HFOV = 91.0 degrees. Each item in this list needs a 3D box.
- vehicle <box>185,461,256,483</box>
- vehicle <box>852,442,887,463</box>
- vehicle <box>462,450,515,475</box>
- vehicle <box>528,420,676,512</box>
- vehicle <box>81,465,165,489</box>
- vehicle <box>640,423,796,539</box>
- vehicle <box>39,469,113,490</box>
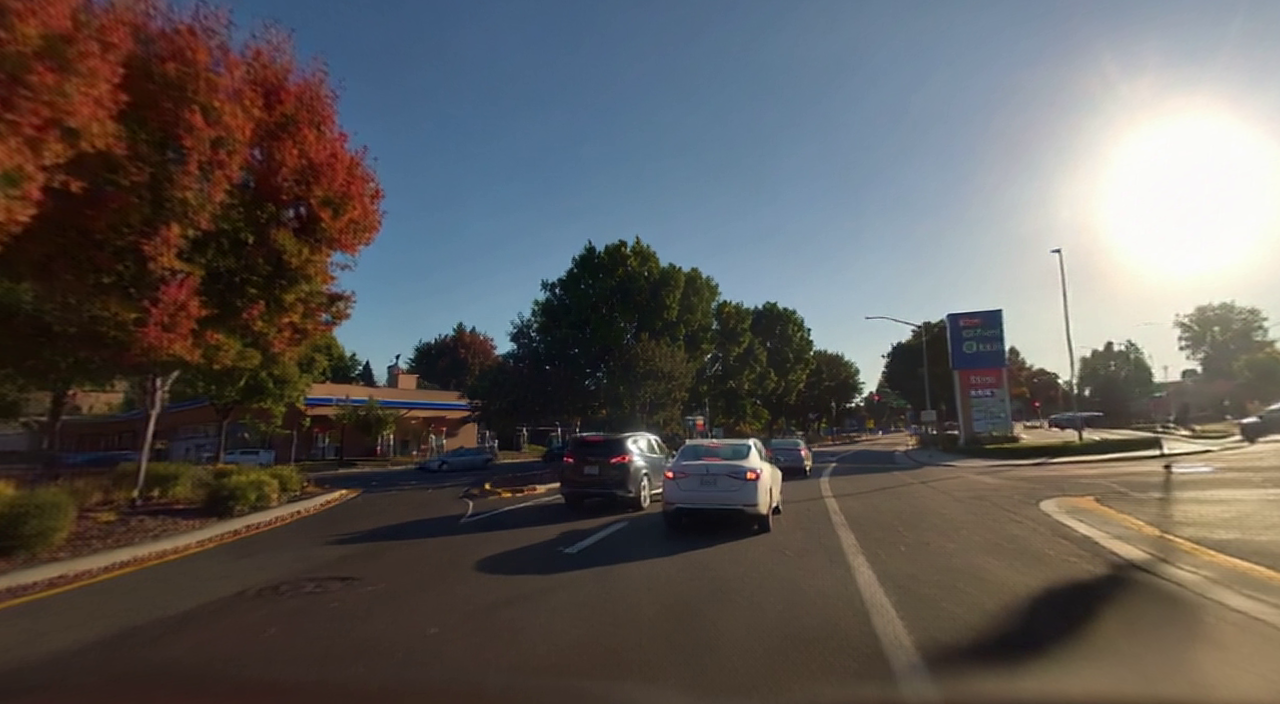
[{"bbox_3d":[-31.807,9.057,47.697,4.507,1.533,1.999,-3,-9,19],"label":"vehicle"},{"bbox_3d":[17.326,7.590,47.595,1.916,1.462,4.487,-2,-9,13],"label":"vehicle"},{"bbox_3d":[-11.124,8.146,46.509,1.926,1.693,4.445,-2,-9,14],"label":"vehicle"},{"bbox_3d":[-0.656,2.602,14.813,2.102,1.774,4.662,-2,-9,15],"label":"vehicle"},{"bbox_3d":[-34.260,8.258,41.738,4.384,1.490,2.031,-2,-9,15],"label":"vehicle"},{"bbox_3d":[1.532,2.098,10.894,2.060,1.580,3.980,-2,-9,16],"label":"vehicle"},{"bbox_3d":[-41.771,9.427,46.686,1.603,1.398,3.616,-6,-10,27],"label":"vehicle"}]
